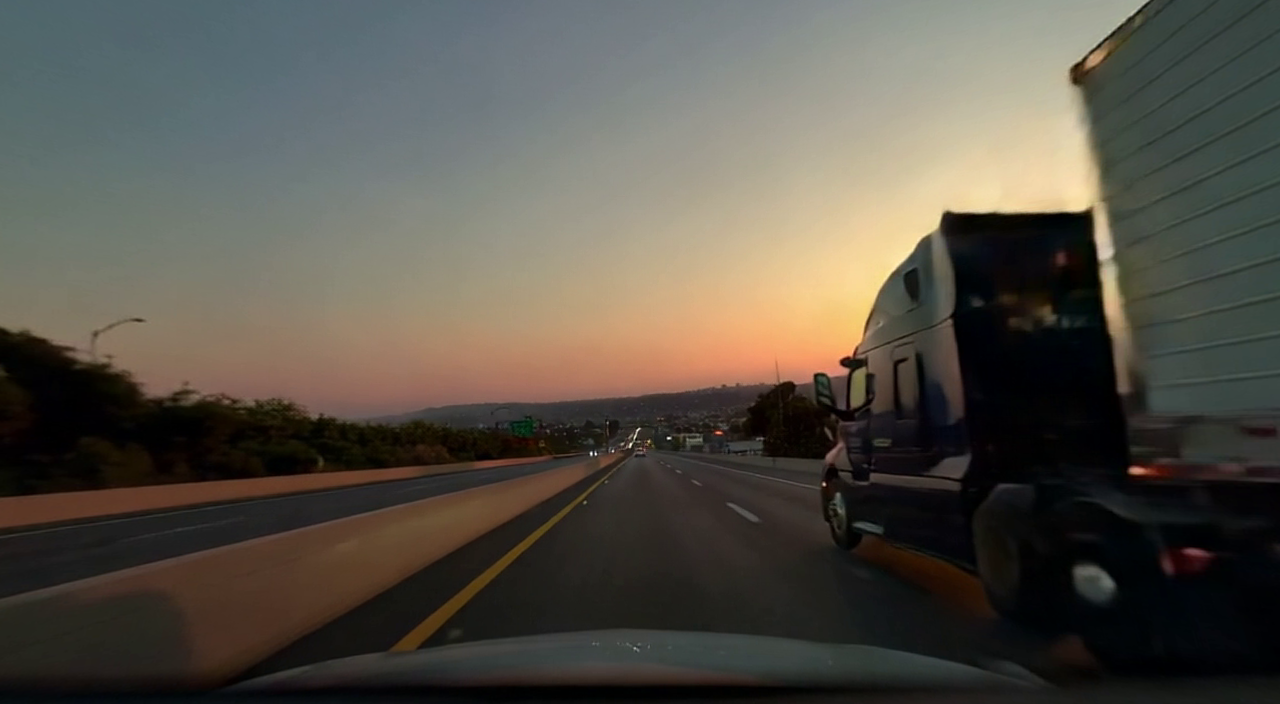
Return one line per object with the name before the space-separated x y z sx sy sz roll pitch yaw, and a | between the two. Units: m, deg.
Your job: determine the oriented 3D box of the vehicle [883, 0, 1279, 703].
vehicle | 4.187 -0.645 0.340 2.937 4.082 12.918 0 -9 0
